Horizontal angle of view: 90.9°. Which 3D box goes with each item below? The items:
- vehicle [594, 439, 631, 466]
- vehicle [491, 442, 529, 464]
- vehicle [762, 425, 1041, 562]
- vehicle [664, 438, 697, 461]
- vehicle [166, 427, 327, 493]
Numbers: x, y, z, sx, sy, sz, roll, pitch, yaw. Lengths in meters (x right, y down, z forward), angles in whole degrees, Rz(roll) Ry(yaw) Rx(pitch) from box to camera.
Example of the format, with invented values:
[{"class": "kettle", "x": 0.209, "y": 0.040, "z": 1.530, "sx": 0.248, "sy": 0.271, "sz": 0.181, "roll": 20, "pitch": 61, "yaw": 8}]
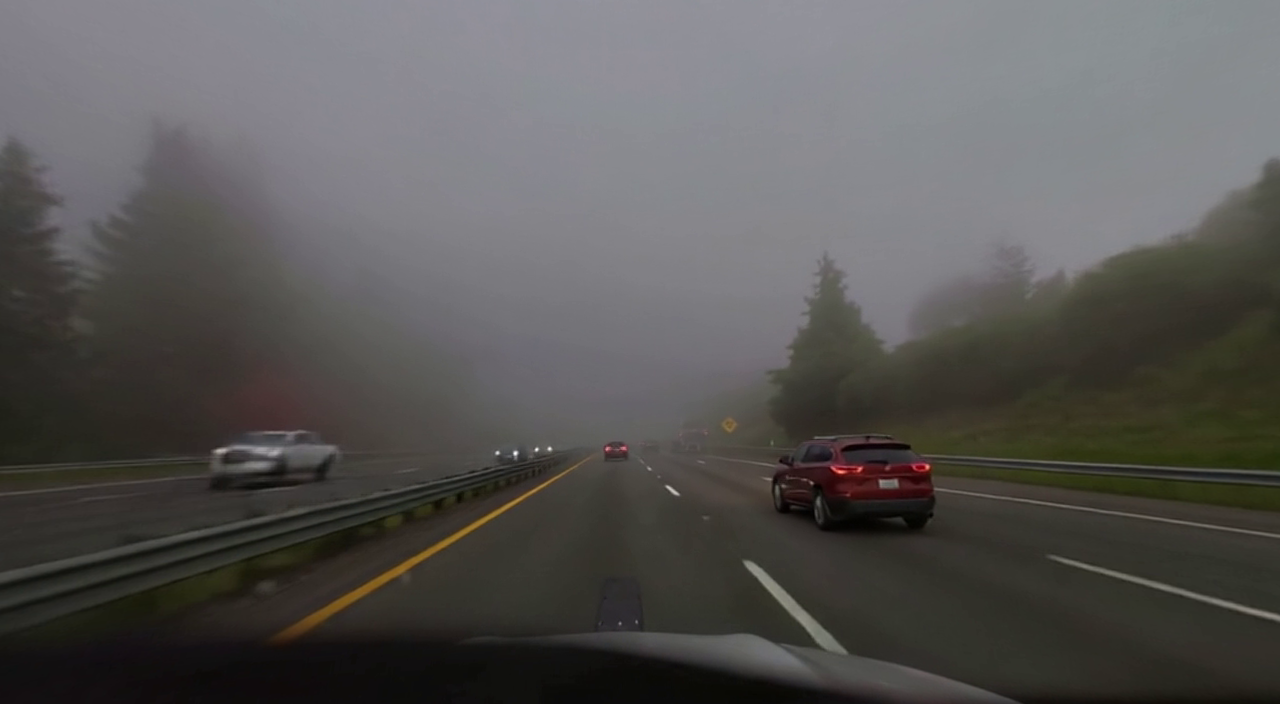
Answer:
[{"class": "vehicle", "x": -1.634, "y": 5.949, "z": 37.628, "sx": 2.055, "sy": 1.466, "sz": 4.317, "roll": 0, "pitch": -8, "yaw": -2}, {"class": "vehicle", "x": -9.348, "y": 7.269, "z": 45.541, "sx": 1.855, "sy": 1.455, "sz": 4.469, "roll": 0, "pitch": -8, "yaw": -1}, {"class": "vehicle", "x": 3.379, "y": 1.886, "z": 9.429, "sx": 1.961, "sy": 1.495, "sz": 4.743, "roll": 0, "pitch": -8, "yaw": -3}, {"class": "vehicle", "x": 2.973, "y": 7.189, "z": 46.692, "sx": 1.995, "sy": 1.556, "sz": 3.893, "roll": 0, "pitch": -8, "yaw": -3}, {"class": "vehicle", "x": -12.807, "y": 3.499, "z": 21.048, "sx": 2.210, "sy": 1.908, "sz": 5.012, "roll": 0, "pitch": -8, "yaw": -2}]
